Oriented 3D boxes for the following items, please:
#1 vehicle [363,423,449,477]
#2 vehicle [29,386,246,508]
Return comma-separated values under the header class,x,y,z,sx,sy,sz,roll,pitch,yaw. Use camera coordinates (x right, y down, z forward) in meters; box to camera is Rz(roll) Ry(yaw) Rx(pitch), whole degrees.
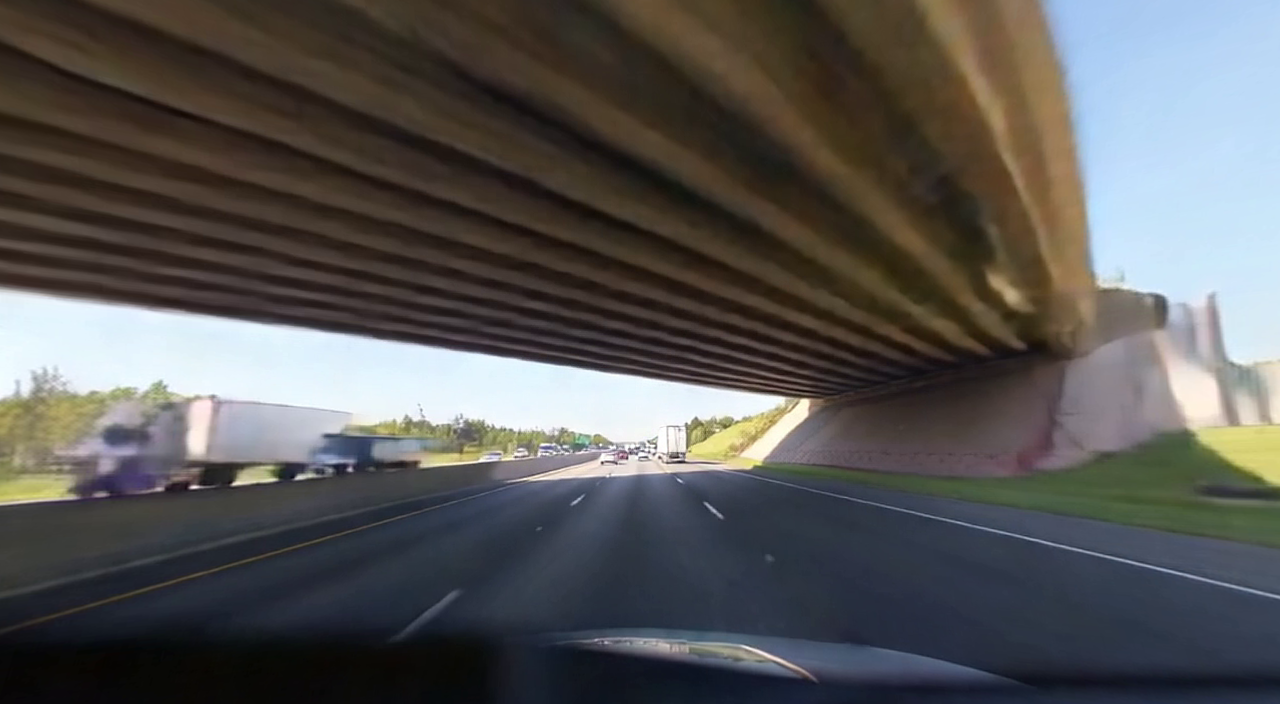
class,x,y,z,sx,sy,sz,roll,pitch,yaw
vehicle,-15.299,6.509,41.918,2.668,3.229,7.672,0,-9,0
vehicle,-19.015,3.690,24.587,2.963,4.113,6.320,0,-9,0
